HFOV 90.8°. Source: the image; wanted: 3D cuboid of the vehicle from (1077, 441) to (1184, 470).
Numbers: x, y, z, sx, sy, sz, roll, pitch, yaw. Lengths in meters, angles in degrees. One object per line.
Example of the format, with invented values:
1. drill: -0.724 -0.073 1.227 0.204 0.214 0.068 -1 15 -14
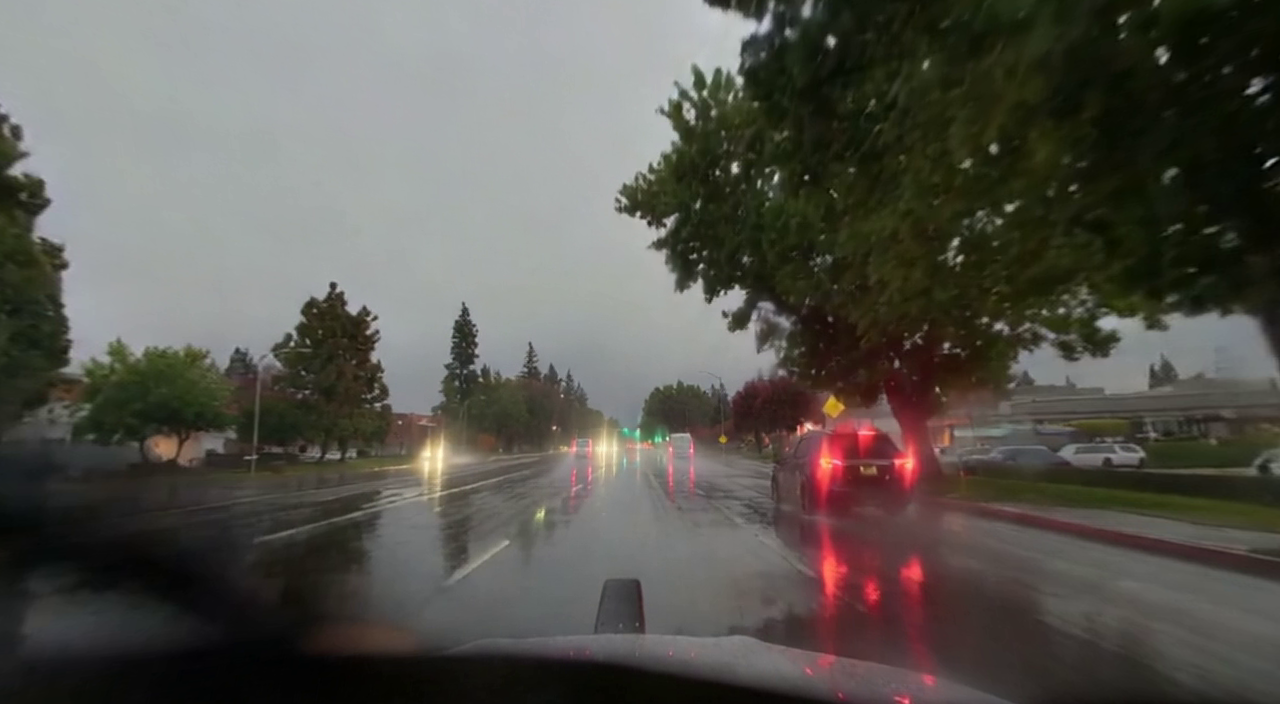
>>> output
1. vehicle: 28.073 5.923 36.267 4.413 1.580 2.028 0 -8 2

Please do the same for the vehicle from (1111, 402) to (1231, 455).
1. vehicle: 36.893 5.369 43.973 5.871 3.300 2.842 -1 -10 -10

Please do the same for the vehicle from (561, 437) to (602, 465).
1. vehicle: -3.920 6.759 43.403 2.220 1.793 4.885 0 -8 1

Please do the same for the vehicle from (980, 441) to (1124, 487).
1. vehicle: 16.379 4.453 25.290 4.407 1.494 1.799 -3 -8 0

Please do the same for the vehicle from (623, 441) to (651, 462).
1. vehicle: -0.247 7.502 47.832 2.074 1.463 4.016 0 -8 -1

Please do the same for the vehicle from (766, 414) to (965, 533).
1. vehicle: 3.899 2.177 11.907 2.060 1.816 4.343 0 -8 -1

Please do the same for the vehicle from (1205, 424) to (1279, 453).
1. vehicle: 43.686 6.173 44.992 5.684 1.930 2.025 2 -8 -13

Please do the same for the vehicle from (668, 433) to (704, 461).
1. vehicle: 3.402 7.123 47.456 2.197 2.034 4.667 1 -8 -2
